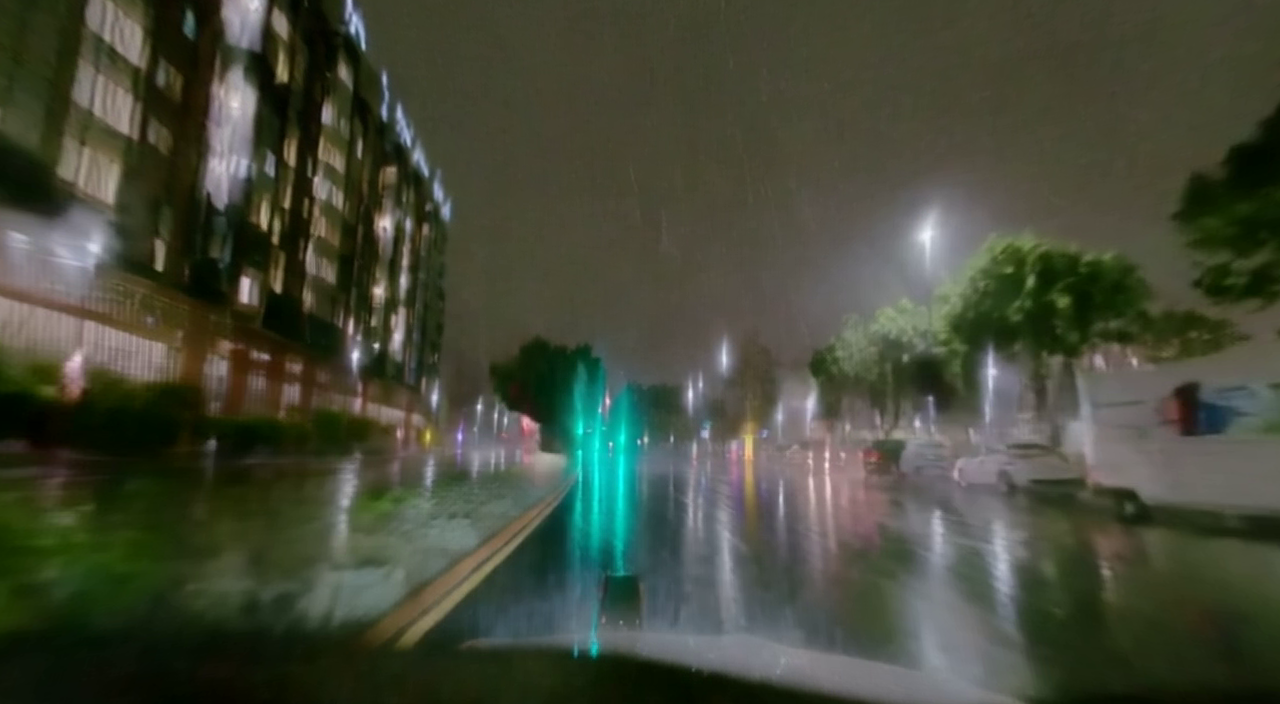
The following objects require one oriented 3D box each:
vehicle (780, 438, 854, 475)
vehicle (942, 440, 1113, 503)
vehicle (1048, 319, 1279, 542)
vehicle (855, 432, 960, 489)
[{"bbox_3d":[9.464,5.634,34.240,2.211,1.831,5.275,1,-9,-3],"label":"vehicle"},{"bbox_3d":[10.669,3.299,17.870,1.885,1.545,4.377,1,-9,-3],"label":"vehicle"},{"bbox_3d":[10.874,1.439,11.152,2.853,3.253,6.441,0,-9,-1],"label":"vehicle"},{"bbox_3d":[10.420,4.259,25.055,1.916,1.889,4.675,4,-9,-4],"label":"vehicle"}]
